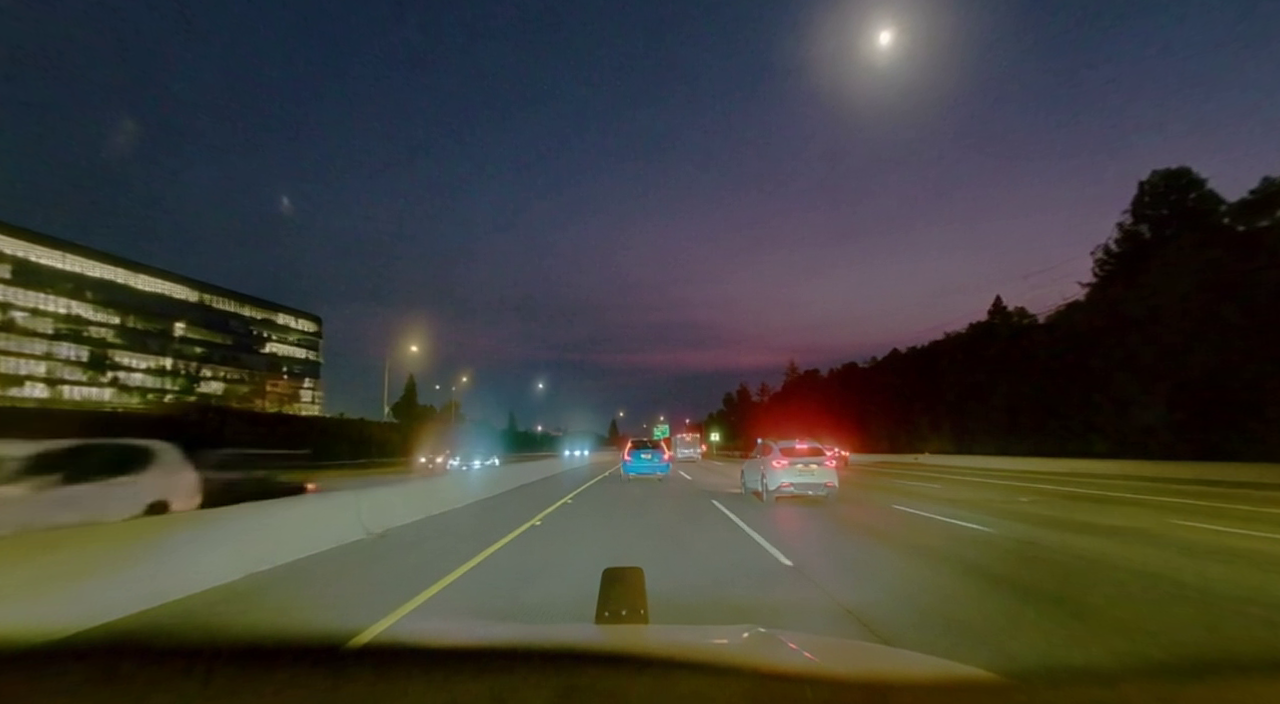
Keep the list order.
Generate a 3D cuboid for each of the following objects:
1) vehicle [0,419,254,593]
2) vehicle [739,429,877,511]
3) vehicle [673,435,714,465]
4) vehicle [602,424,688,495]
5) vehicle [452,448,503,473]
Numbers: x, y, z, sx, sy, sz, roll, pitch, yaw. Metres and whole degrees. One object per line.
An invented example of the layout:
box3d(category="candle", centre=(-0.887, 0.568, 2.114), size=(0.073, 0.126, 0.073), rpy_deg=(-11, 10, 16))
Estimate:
box3d(category="vehicle", centre=(-7.118, 1.669, 7.368), size=(2.201, 1.622, 4.716), rpy_deg=(0, -9, 0))
box3d(category="vehicle", centre=(3.641, 2.650, 14.565), size=(2.042, 1.592, 4.047), rpy_deg=(0, -9, 0))
box3d(category="vehicle", centre=(3.794, 7.113, 45.773), size=(2.328, 1.987, 5.440), rpy_deg=(0, -9, -2))
box3d(category="vehicle", centre=(0.148, 3.206, 19.060), size=(2.290, 1.862, 4.454), rpy_deg=(0, -9, 0))
box3d(category="vehicle", centre=(-10.444, 7.008, 40.927), size=(2.051, 1.476, 4.379), rpy_deg=(0, -9, 1))
